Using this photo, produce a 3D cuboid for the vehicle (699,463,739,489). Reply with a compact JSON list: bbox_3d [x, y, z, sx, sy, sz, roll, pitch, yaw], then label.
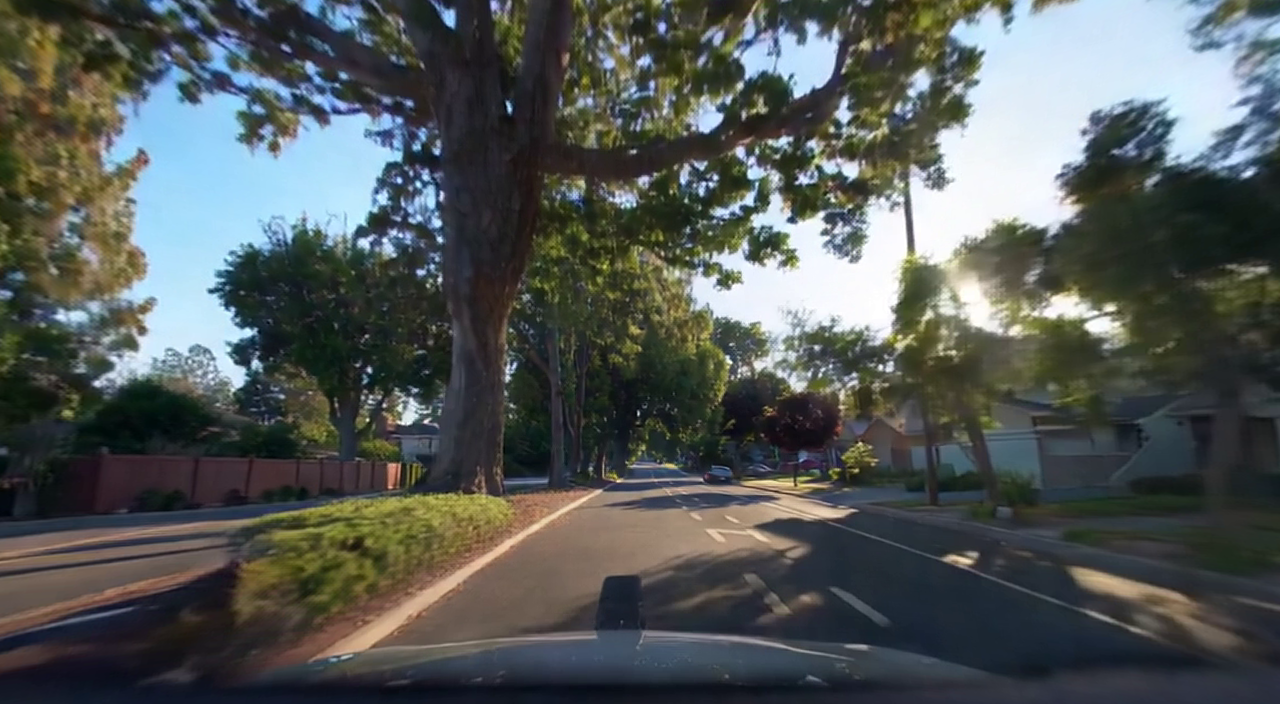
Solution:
[{"bbox_3d":[5.046,8.007,41.028,1.904,1.475,4.386,0,-8,-1],"label":"vehicle"}]
